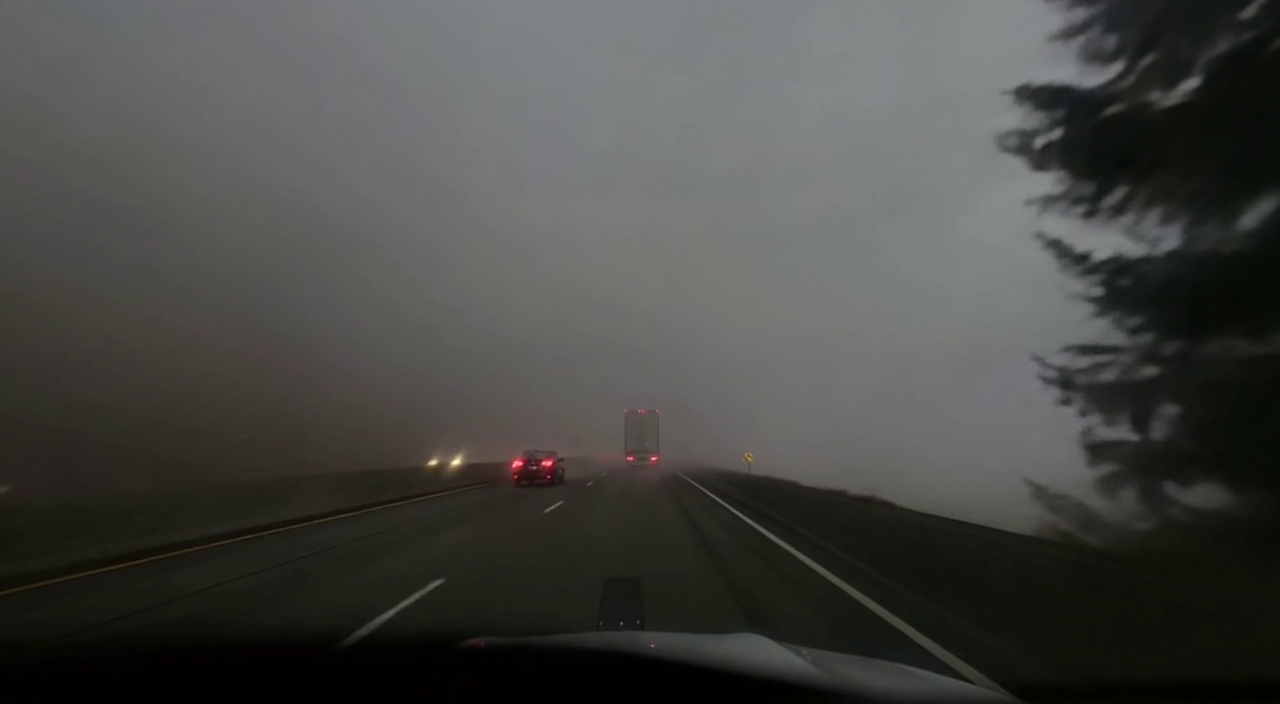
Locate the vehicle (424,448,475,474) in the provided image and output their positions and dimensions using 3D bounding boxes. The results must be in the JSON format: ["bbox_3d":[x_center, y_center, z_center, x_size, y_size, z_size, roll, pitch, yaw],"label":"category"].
[{"bbox_3d":[-12.392,7.105,41.311,1.944,1.532,4.382,0,-9,1],"label":"vehicle"}]

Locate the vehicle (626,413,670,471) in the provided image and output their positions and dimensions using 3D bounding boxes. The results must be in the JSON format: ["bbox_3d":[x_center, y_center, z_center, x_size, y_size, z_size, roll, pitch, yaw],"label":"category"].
[{"bbox_3d":[0.427,6.656,46.498,2.864,3.805,9.500,0,-9,-1],"label":"vehicle"}]

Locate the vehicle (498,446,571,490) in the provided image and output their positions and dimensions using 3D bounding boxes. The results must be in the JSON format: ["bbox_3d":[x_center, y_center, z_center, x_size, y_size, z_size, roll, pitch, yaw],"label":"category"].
[{"bbox_3d":[-4.001,4.491,24.727,2.053,1.523,4.450,0,-9,0],"label":"vehicle"}]
